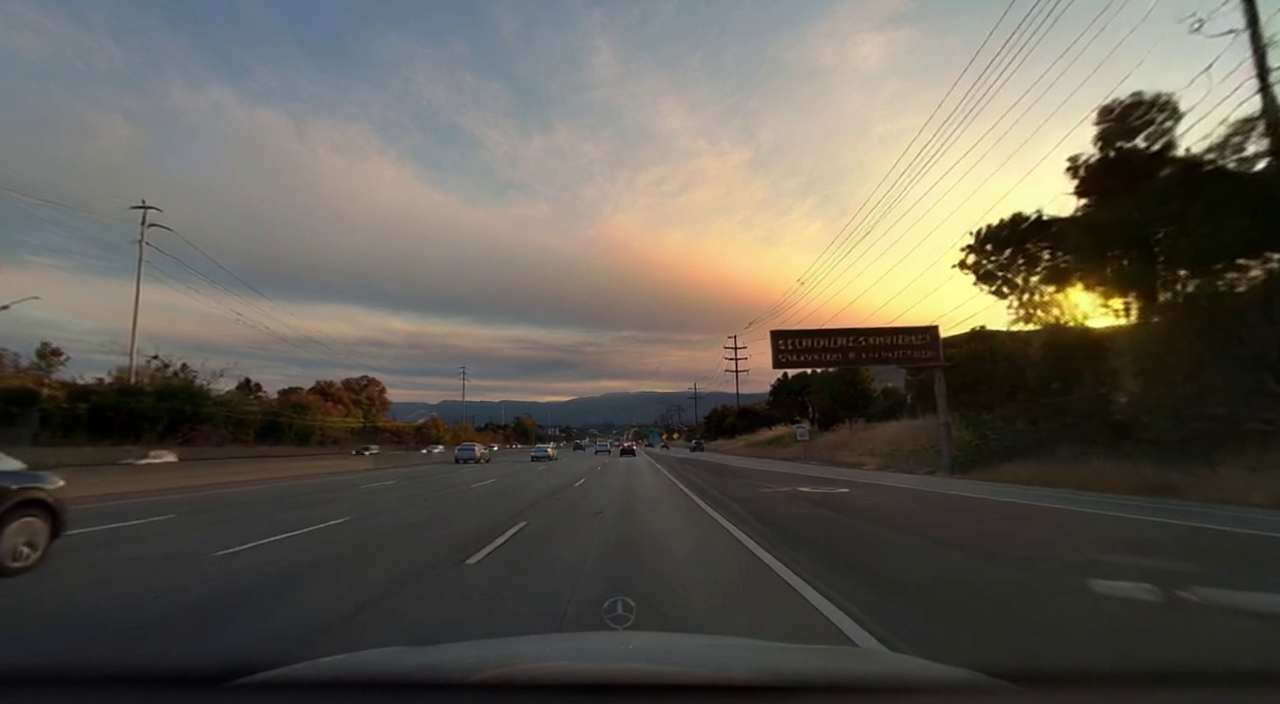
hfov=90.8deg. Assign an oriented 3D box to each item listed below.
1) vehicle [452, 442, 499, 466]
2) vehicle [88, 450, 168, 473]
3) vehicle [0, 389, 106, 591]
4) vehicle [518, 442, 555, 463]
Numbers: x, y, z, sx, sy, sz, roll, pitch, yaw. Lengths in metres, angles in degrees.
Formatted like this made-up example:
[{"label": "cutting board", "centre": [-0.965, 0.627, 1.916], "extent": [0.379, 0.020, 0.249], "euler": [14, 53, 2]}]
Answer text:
[{"label": "vehicle", "centre": [-10.650, 6.601, 41.170], "extent": [1.887, 1.473, 4.352], "euler": [0, -8, 0]}, {"label": "vehicle", "centre": [-34.355, 7.334, 42.540], "extent": [1.777, 1.438, 4.387], "euler": [0, -8, -1]}, {"label": "vehicle", "centre": [-6.796, 0.998, 3.998], "extent": [2.115, 1.799, 5.444], "euler": [0, -8, -1]}, {"label": "vehicle", "centre": [-7.482, 7.325, 46.194], "extent": [1.954, 1.432, 4.183], "euler": [0, -8, 0]}]
